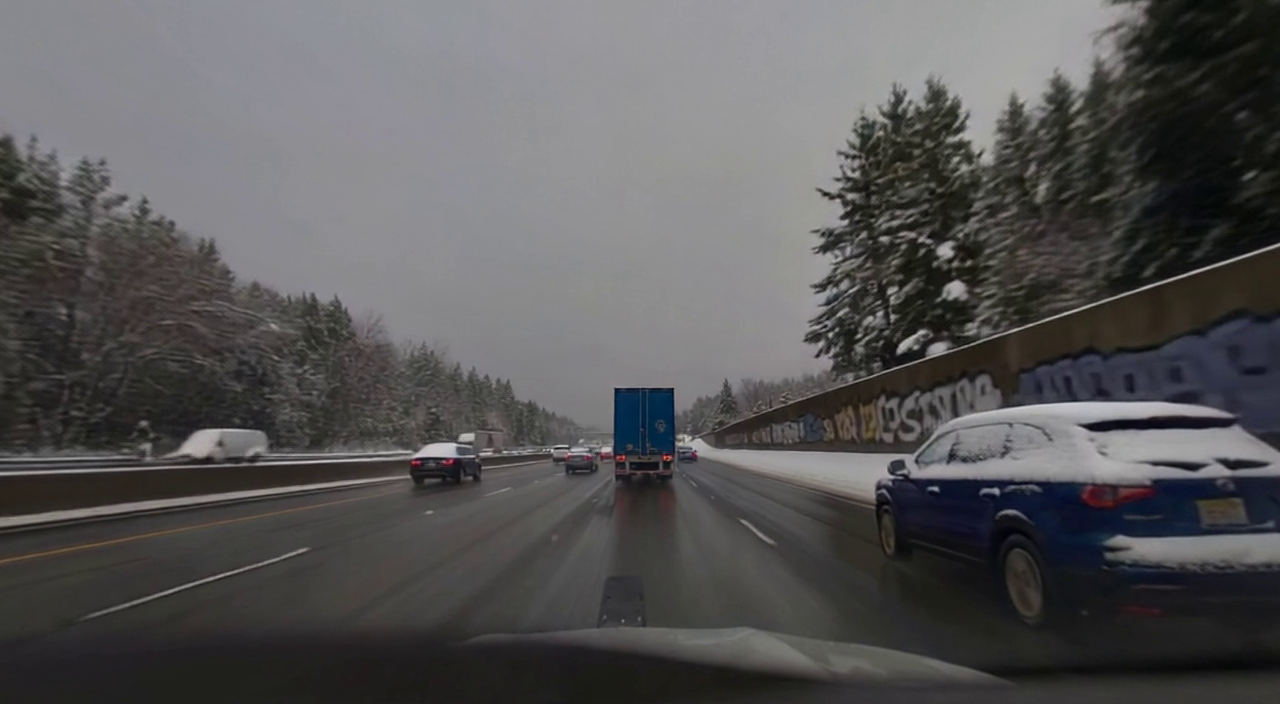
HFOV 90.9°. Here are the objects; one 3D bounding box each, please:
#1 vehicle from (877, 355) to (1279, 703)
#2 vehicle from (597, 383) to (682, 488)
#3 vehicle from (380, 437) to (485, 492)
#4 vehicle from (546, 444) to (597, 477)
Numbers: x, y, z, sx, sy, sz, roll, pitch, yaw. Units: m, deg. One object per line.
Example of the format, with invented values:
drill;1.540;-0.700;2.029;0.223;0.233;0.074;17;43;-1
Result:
vehicle;3.792;1.189;4.816;2.205;1.689;4.403;0;-9;0
vehicle;-0.023;3.659;26.868;2.915;3.661;9.741;0;-9;0
vehicle;-6.661;3.651;20.750;2.005;1.607;4.042;0;-9;1
vehicle;-3.343;5.416;31.667;2.020;1.505;4.171;0;-9;1
